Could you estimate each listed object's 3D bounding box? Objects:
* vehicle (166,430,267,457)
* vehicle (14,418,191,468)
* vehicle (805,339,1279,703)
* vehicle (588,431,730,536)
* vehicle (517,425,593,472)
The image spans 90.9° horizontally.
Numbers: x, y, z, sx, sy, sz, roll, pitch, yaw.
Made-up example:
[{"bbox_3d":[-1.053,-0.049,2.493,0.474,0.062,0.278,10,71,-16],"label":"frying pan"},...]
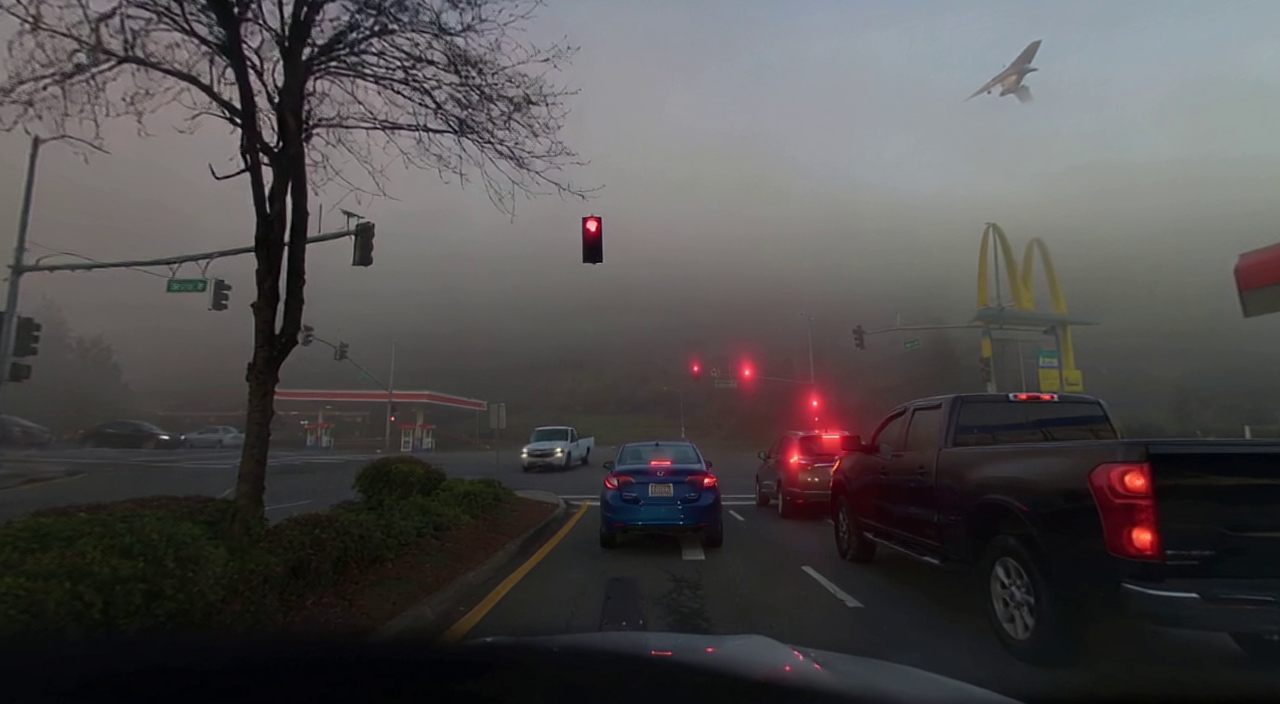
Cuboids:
[{"bbox_3d":[-23.097,5.021,34.487,4.326,1.420,1.798,-1,-8,4],"label":"vehicle"},{"bbox_3d":[-19.664,3.357,23.207,4.742,1.720,2.107,-1,-8,5],"label":"vehicle"},{"bbox_3d":[3.551,1.302,6.075,2.277,1.871,6.143,0,-8,0],"label":"vehicle"},{"bbox_3d":[0.271,2.181,11.053,2.027,1.494,3.824,0,-8,0],"label":"vehicle"},{"bbox_3d":[-4.002,4.720,31.050,2.615,2.031,5.638,0,-8,4],"label":"vehicle"}]
